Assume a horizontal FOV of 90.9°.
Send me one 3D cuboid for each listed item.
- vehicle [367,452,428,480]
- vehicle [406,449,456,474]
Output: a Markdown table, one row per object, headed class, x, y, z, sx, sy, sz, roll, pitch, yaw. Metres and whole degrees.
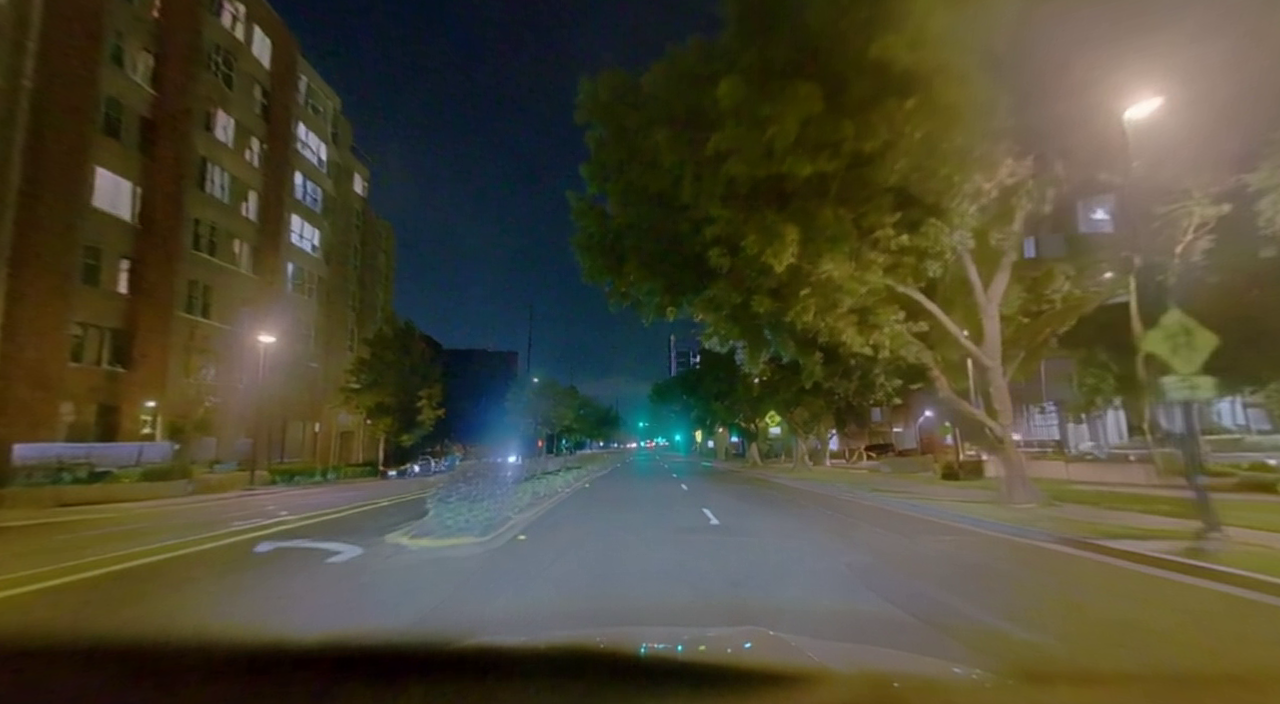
| class | x | y | z | sx | sy | sz | roll | pitch | yaw |
| --- | --- | --- | --- | --- | --- | --- | --- | --- | --- |
| vehicle | -13.949 | 6.568 | 36.541 | 1.835 | 1.434 | 4.325 | 0 | -8 | 0 |
| vehicle | -13.864 | 7.283 | 42.087 | 1.816 | 1.567 | 3.957 | -1 | -8 | 3 |
